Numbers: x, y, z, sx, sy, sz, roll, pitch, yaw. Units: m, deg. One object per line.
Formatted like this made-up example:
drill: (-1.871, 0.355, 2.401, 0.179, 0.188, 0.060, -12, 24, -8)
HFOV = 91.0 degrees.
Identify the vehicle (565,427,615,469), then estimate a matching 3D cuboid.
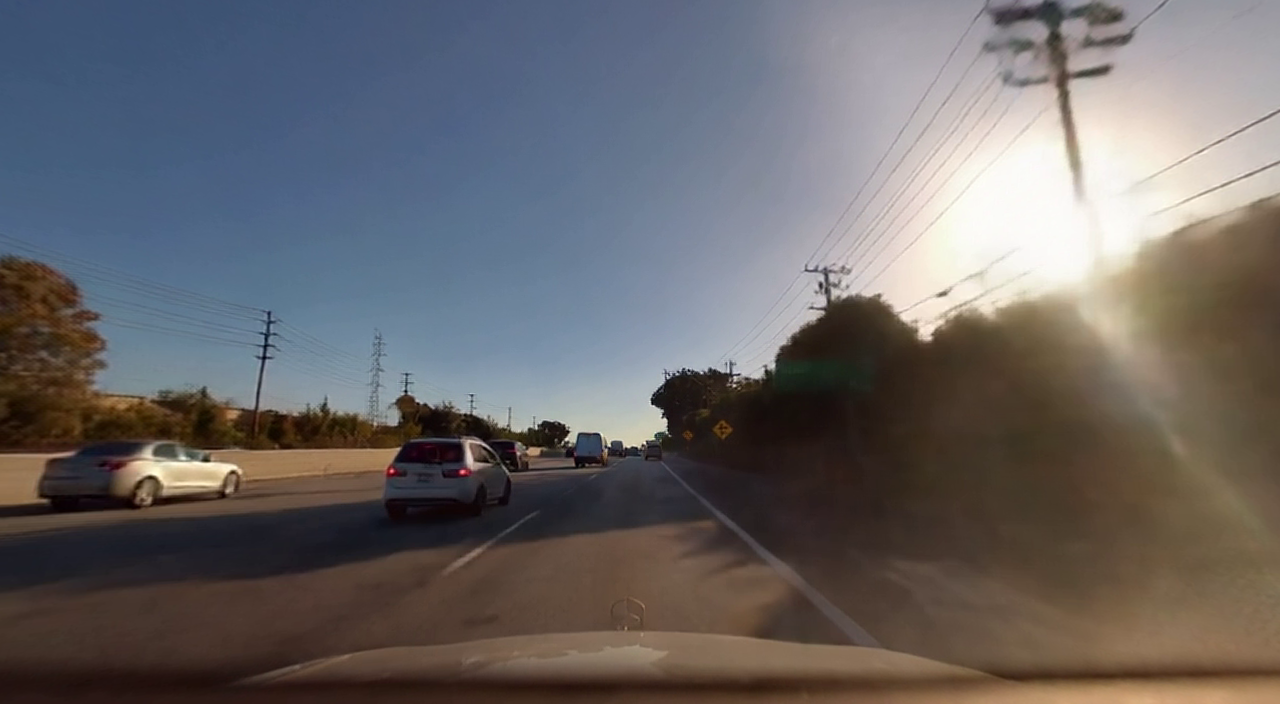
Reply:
vehicle: (-3.684, 7.409, 48.579, 2.915, 2.885, 9.394, 0, -9, 1)

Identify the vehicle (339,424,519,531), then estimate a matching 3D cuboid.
vehicle: (-3.765, 2.318, 12.158, 1.976, 1.688, 4.124, 0, -9, 1)

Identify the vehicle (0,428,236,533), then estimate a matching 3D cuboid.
vehicle: (-11.008, 2.499, 12.933, 2.097, 1.722, 4.981, 0, -9, 0)

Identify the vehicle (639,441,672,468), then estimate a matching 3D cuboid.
vehicle: (1.021, 6.761, 41.644, 2.038, 1.677, 4.219, 0, -9, 2)
